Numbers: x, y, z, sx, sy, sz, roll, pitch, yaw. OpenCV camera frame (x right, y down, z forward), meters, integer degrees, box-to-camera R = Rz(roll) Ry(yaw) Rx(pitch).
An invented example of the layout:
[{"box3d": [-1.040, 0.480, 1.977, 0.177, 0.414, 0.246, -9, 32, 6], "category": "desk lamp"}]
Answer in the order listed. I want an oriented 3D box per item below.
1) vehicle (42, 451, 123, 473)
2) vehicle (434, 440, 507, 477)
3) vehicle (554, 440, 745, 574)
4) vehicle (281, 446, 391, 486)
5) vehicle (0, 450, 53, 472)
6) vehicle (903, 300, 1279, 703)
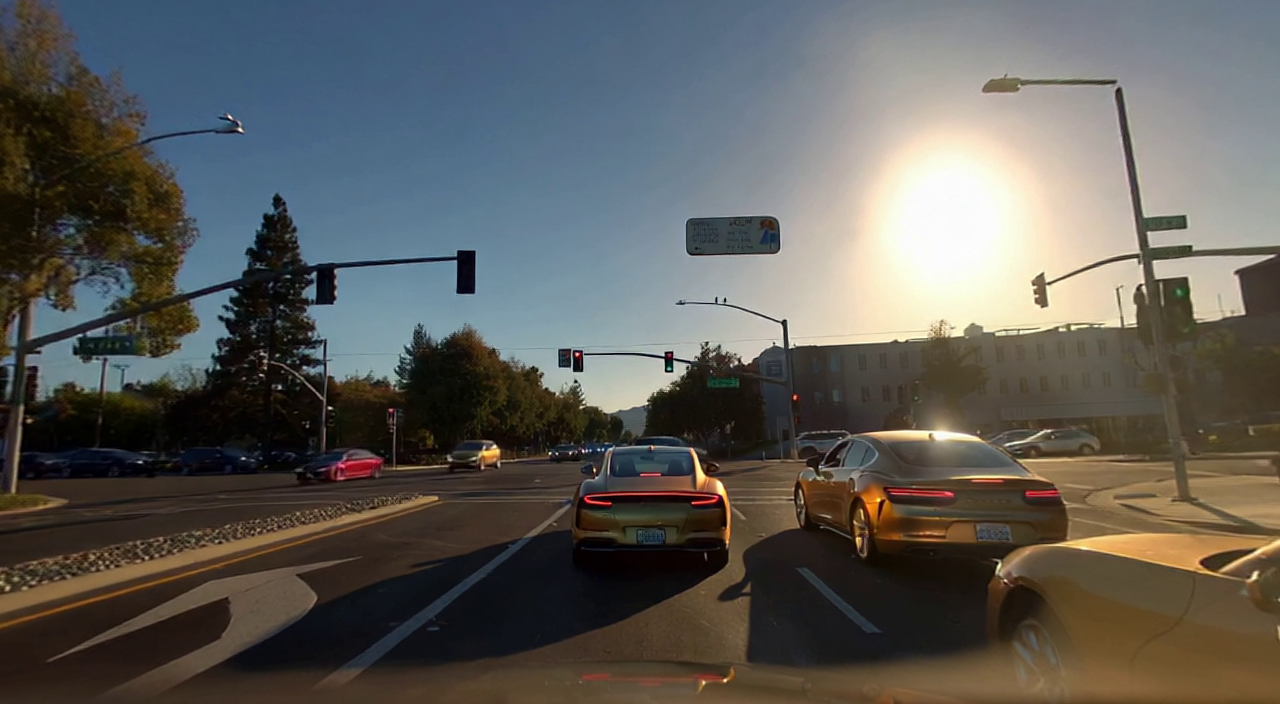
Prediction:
[{"box3d": [-41.298, 8.152, 46.780, 4.195, 1.533, 1.752, 0, -8, -3], "category": "vehicle"}, {"box3d": [-8.139, 5.139, 30.798, 2.091, 1.651, 4.870, -1, -8, 2], "category": "vehicle"}, {"box3d": [0.118, 1.868, 8.391, 1.945, 1.343, 3.827, 0, -8, 1], "category": "vehicle"}, {"box3d": [-11.894, 4.456, 25.047, 2.053, 1.436, 4.494, 0, -8, 1], "category": "vehicle"}, {"box3d": [-46.268, 7.958, 46.138, 4.545, 1.558, 1.833, 0, -8, -3], "category": "vehicle"}, {"box3d": [3.108, 0.799, 2.525, 2.143, 1.759, 4.531, 0, -8, 0], "category": "vehicle"}]
